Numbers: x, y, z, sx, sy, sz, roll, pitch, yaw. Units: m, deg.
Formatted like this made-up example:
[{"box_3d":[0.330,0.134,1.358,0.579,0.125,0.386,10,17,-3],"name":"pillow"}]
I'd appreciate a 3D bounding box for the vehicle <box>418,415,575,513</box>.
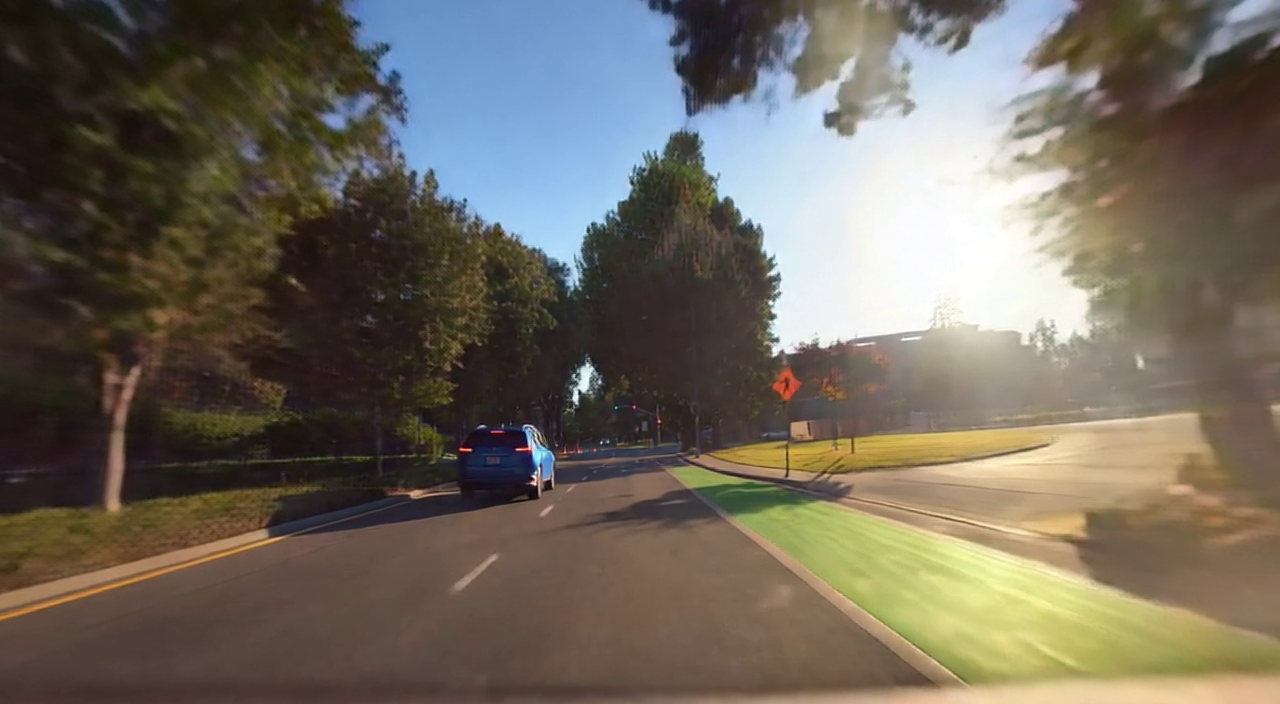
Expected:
[{"box_3d":[-2.902,2.419,14.064,2.339,1.790,4.629,-1,-8,1],"name":"vehicle"}]
